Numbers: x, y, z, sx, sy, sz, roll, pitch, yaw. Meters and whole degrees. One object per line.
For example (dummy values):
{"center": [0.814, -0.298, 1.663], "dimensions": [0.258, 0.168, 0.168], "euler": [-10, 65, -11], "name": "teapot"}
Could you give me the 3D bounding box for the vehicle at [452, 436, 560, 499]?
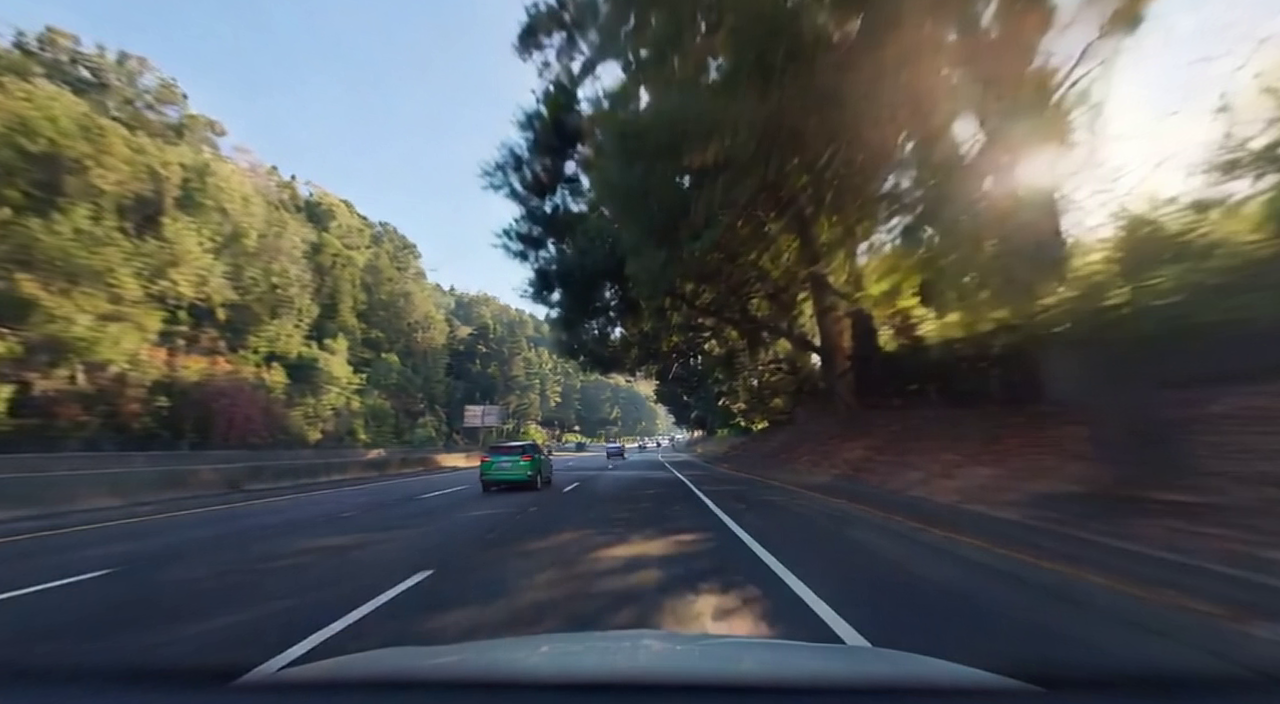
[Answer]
{"center": [-3.579, 3.153, 17.696], "dimensions": [1.993, 1.538, 4.192], "euler": [0, -8, 2], "name": "vehicle"}
